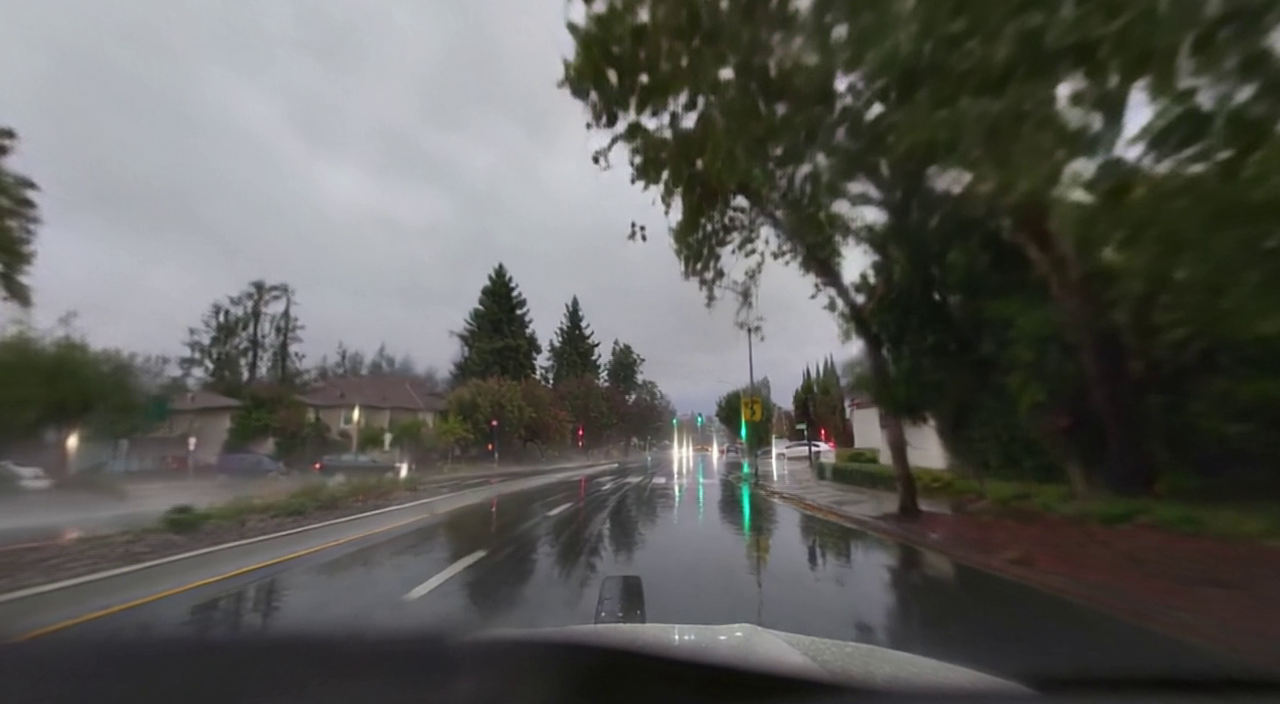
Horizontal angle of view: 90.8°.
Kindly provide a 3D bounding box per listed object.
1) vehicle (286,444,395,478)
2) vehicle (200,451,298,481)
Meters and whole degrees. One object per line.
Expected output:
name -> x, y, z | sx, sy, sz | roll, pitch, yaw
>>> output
vehicle -> -19.502, 7.097, 41.459 | 5.938, 2.098, 2.333 | 1, -8, -9
vehicle -> -25.058, 7.329, 40.668 | 4.861, 1.784, 1.947 | 1, -8, -8
